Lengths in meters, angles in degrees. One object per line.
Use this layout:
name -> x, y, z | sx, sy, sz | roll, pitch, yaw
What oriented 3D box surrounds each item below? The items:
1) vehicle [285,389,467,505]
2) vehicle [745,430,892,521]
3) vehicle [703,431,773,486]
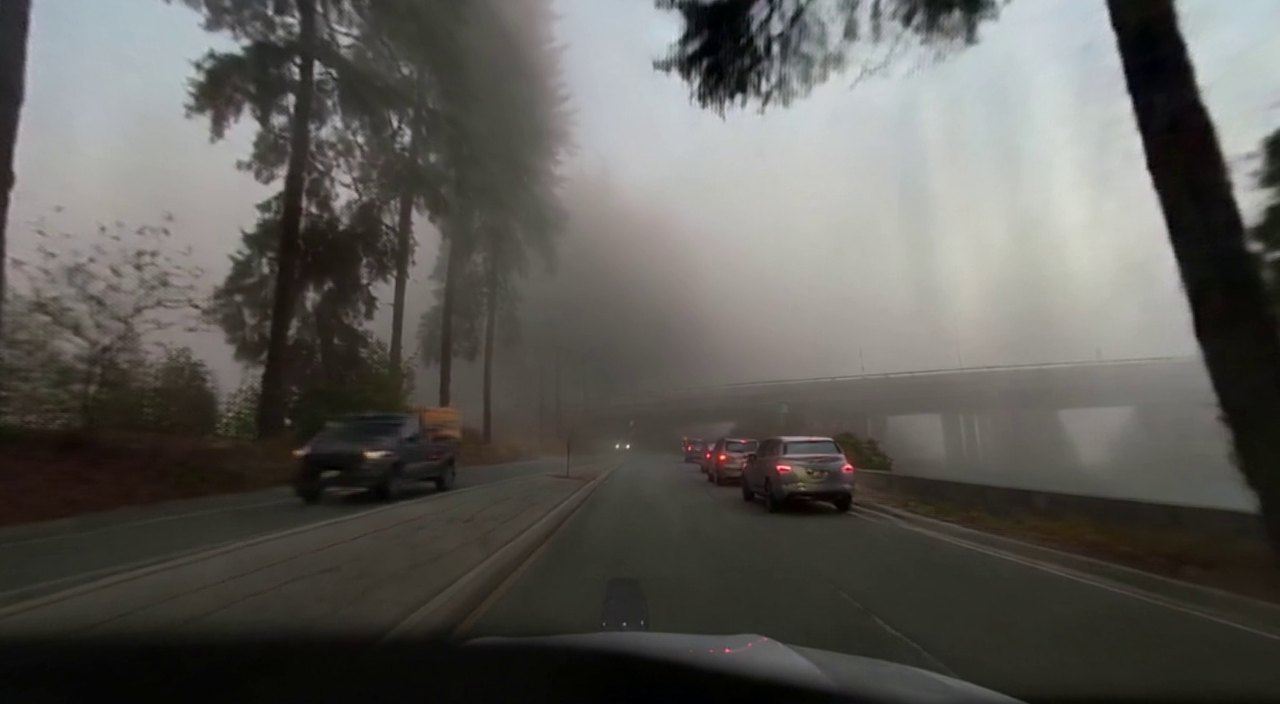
vehicle -> -6.644, 2.518, 16.791 | 2.273, 2.556, 5.337 | -1, -8, 3
vehicle -> 3.744, 2.659, 14.124 | 1.972, 1.682, 4.397 | 0, -8, 0
vehicle -> 3.671, 4.094, 24.471 | 1.985, 1.895, 4.496 | 0, -8, 0
